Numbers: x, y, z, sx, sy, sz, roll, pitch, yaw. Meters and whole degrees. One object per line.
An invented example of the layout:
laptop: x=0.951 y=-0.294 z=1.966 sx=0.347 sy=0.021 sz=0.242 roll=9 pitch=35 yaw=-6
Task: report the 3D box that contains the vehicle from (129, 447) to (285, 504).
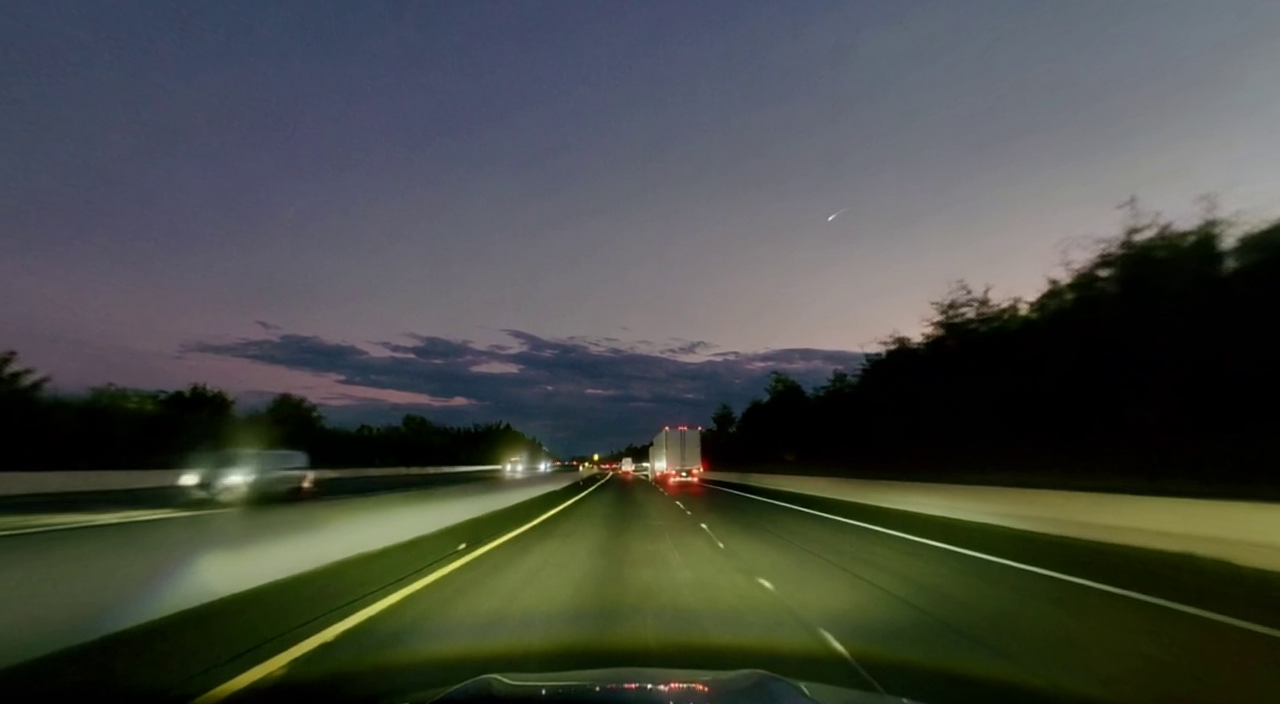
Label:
vehicle: x=-13.134 y=3.797 z=19.492 sx=1.855 sy=1.486 sz=4.106 roll=1 pitch=-10 yaw=0
